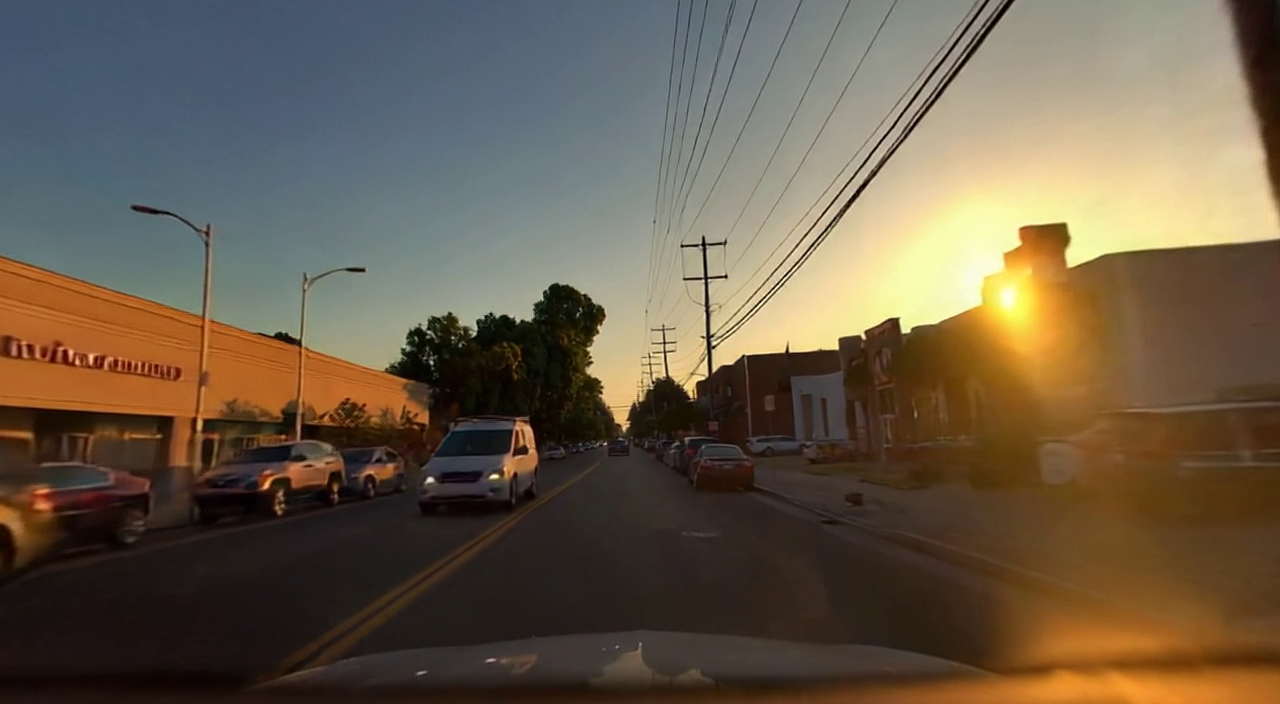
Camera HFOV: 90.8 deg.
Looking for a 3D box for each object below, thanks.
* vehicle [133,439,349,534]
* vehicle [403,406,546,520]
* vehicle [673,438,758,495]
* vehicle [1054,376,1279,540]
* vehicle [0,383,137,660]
[{"bbox_3d":[-9.195,3.062,15.316,1.862,1.851,5.360,0,-8,-2],"label":"vehicle"},{"bbox_3d":[-3.371,2.374,13.908,2.115,2.065,4.452,0,-9,-3],"label":"vehicle"},{"bbox_3d":[2.315,3.415,19.441,2.261,1.503,4.695,-1,-8,7],"label":"vehicle"},{"bbox_3d":[9.852,1.549,9.352,5.684,2.112,2.321,0,-9,2],"label":"vehicle"},{"bbox_3d":[-5.578,1.082,3.458,2.152,1.918,4.217,-2,-8,0],"label":"vehicle"}]
